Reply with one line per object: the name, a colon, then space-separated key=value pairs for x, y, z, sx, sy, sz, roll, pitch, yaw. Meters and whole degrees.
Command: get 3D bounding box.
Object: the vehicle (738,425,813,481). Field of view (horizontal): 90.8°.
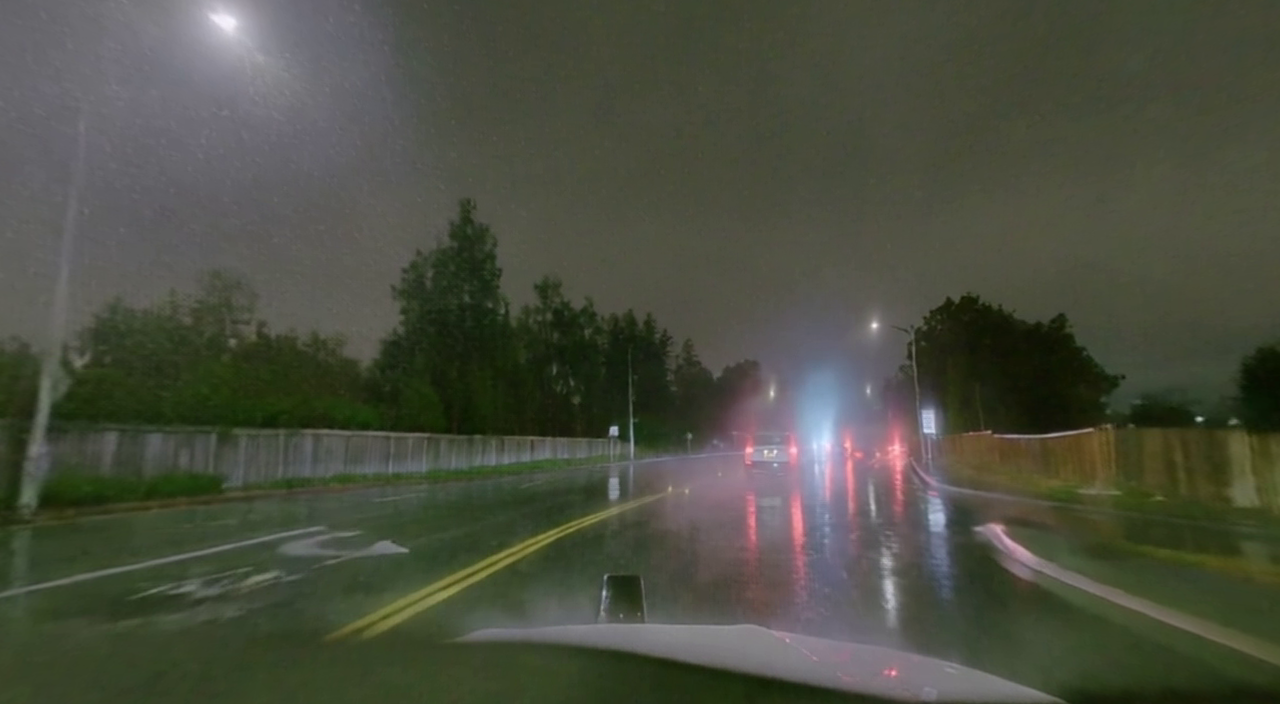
vehicle: x=5.163 y=3.739 z=23.639 sx=2.230 sy=1.827 sz=4.580 roll=-3 pitch=-9 yaw=18
